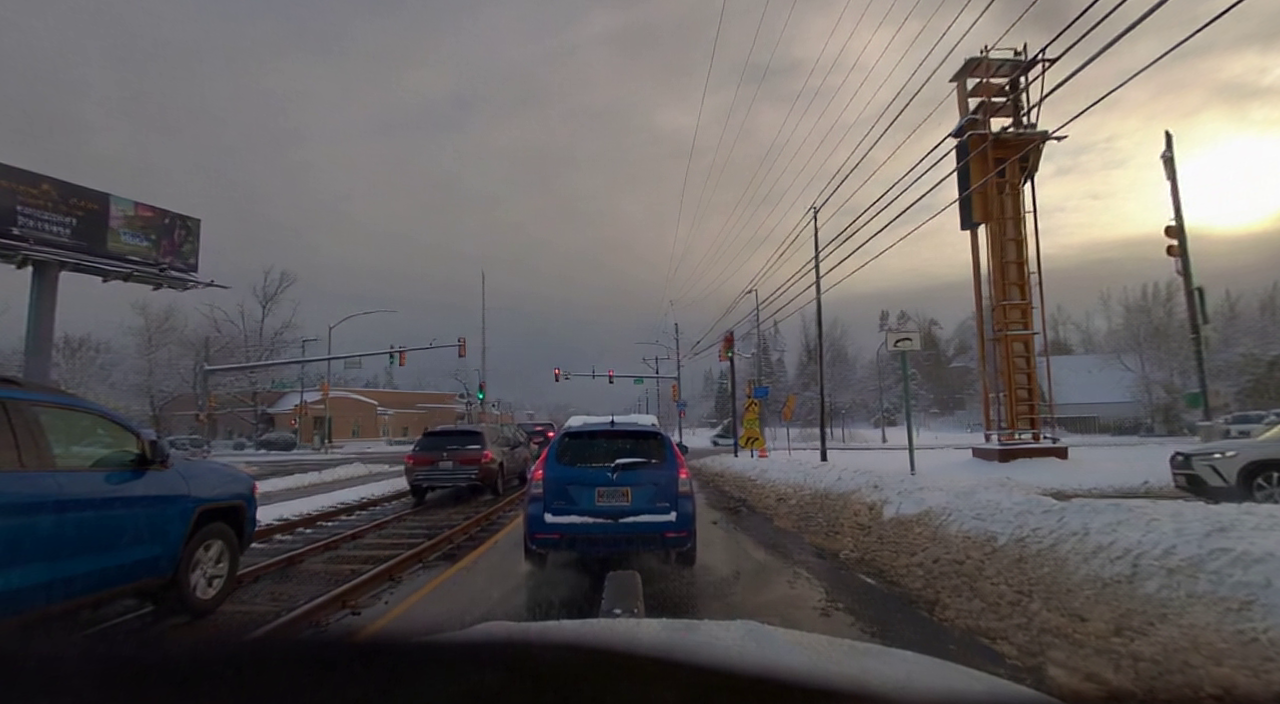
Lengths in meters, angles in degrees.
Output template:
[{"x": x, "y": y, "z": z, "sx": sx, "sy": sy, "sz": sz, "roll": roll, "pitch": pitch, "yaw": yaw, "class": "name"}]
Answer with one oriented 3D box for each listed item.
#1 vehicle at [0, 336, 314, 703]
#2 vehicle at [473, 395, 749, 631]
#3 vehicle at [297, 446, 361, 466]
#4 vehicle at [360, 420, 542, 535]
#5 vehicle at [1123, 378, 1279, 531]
[{"x": -3.930, "y": 0.863, "z": 2.986, "sx": 2.052, "sy": 1.814, "sz": 5.184, "roll": 0, "pitch": -9, "yaw": -1, "class": "vehicle"}, {"x": -0.218, "y": 1.459, "z": 6.553, "sx": 2.025, "sy": 1.723, "sz": 3.644, "roll": 0, "pitch": -9, "yaw": 0, "class": "vehicle"}, {"x": -24.189, "y": 8.058, "z": 49.077, "sx": 4.357, "sy": 1.444, "sz": 1.842, "roll": -3, "pitch": -9, "yaw": 19, "class": "vehicle"}, {"x": -3.134, "y": 2.193, "z": 11.586, "sx": 1.988, "sy": 1.678, "sz": 4.317, "roll": 0, "pitch": -9, "yaw": 0, "class": "vehicle"}, {"x": 9.599, "y": 1.309, "z": 8.194, "sx": 5.060, "sy": 1.702, "sz": 2.033, "roll": 1, "pitch": -9, "yaw": -4, "class": "vehicle"}]
